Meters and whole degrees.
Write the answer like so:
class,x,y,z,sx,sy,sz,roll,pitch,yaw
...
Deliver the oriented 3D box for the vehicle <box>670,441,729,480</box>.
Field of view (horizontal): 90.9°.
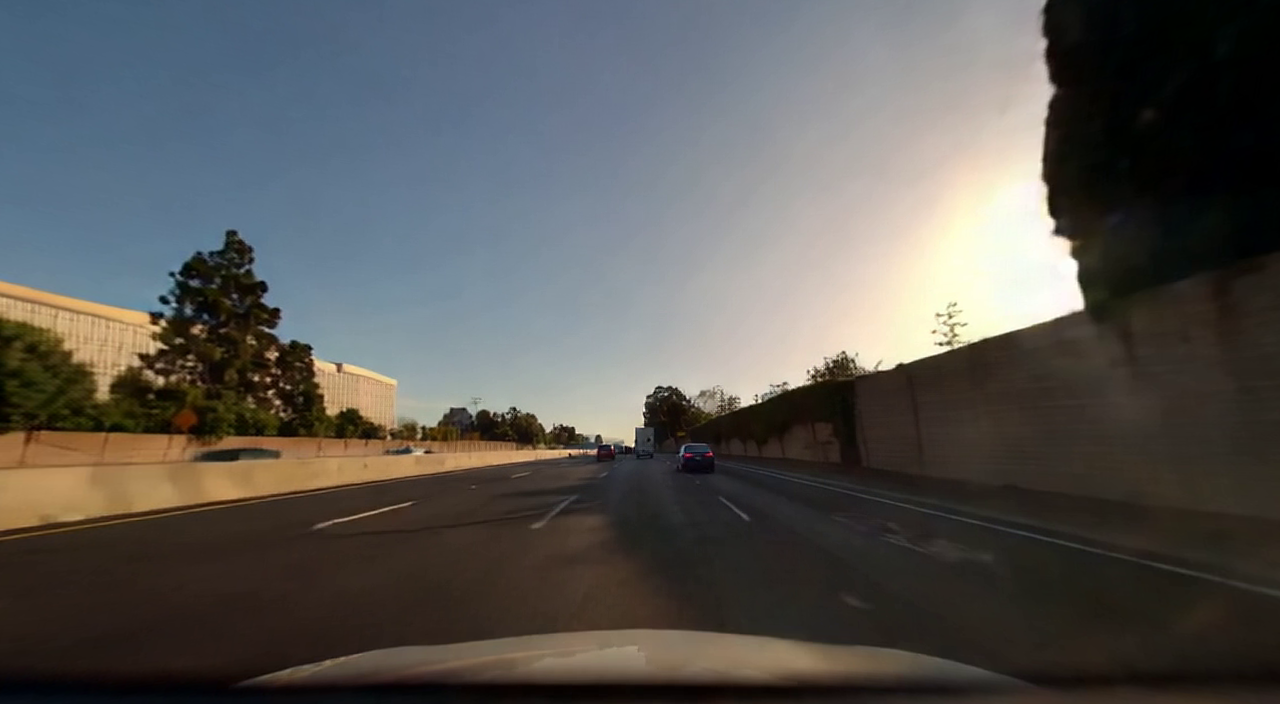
class,x,y,z,sx,sy,sz,roll,pitch,yaw
vehicle,2.456,4.610,27.052,1.973,1.536,4.337,0,-9,-2
